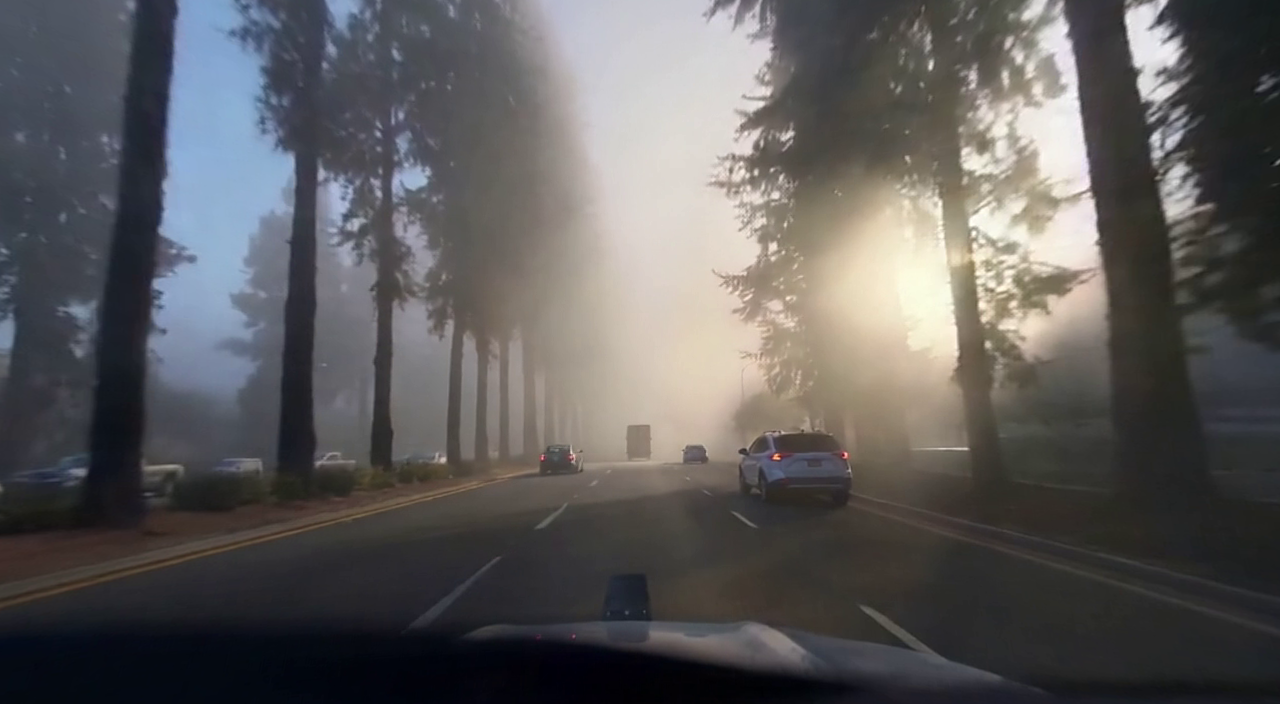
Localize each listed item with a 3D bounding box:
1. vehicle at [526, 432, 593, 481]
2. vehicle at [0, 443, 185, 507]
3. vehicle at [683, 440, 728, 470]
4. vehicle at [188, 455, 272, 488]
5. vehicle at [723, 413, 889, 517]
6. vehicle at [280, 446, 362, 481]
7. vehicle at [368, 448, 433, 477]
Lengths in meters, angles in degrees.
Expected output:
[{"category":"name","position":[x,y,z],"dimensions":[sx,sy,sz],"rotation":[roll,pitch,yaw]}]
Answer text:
[{"category":"vehicle","position":[-3.397,4.525,27.619],"dimensions":[2.255,1.940,4.822],"rotation":[0,-8,0]},{"category":"vehicle","position":[-17.592,3.851,20.310],"dimensions":[2.124,1.803,4.878],"rotation":[0,-8,1]},{"category":"vehicle","position":[4.028,6.374,39.296],"dimensions":[2.280,1.757,4.572],"rotation":[0,-8,0]},{"category":"vehicle","position":[-24.257,7.062,37.531],"dimensions":[2.173,1.674,4.690],"rotation":[1,-8,-6]},{"category":"vehicle","position":[3.608,2.636,15.278],"dimensions":[2.381,2.008,5.971],"rotation":[0,-8,0]},{"category":"vehicle","position":[-17.535,6.124,34.935],"dimensions":[2.059,1.780,4.641],"rotation":[0,-8,1]},{"category":"vehicle","position":[-13.592,6.253,36.027],"dimensions":[1.887,1.513,4.442],"rotation":[0,-8,1]}]
